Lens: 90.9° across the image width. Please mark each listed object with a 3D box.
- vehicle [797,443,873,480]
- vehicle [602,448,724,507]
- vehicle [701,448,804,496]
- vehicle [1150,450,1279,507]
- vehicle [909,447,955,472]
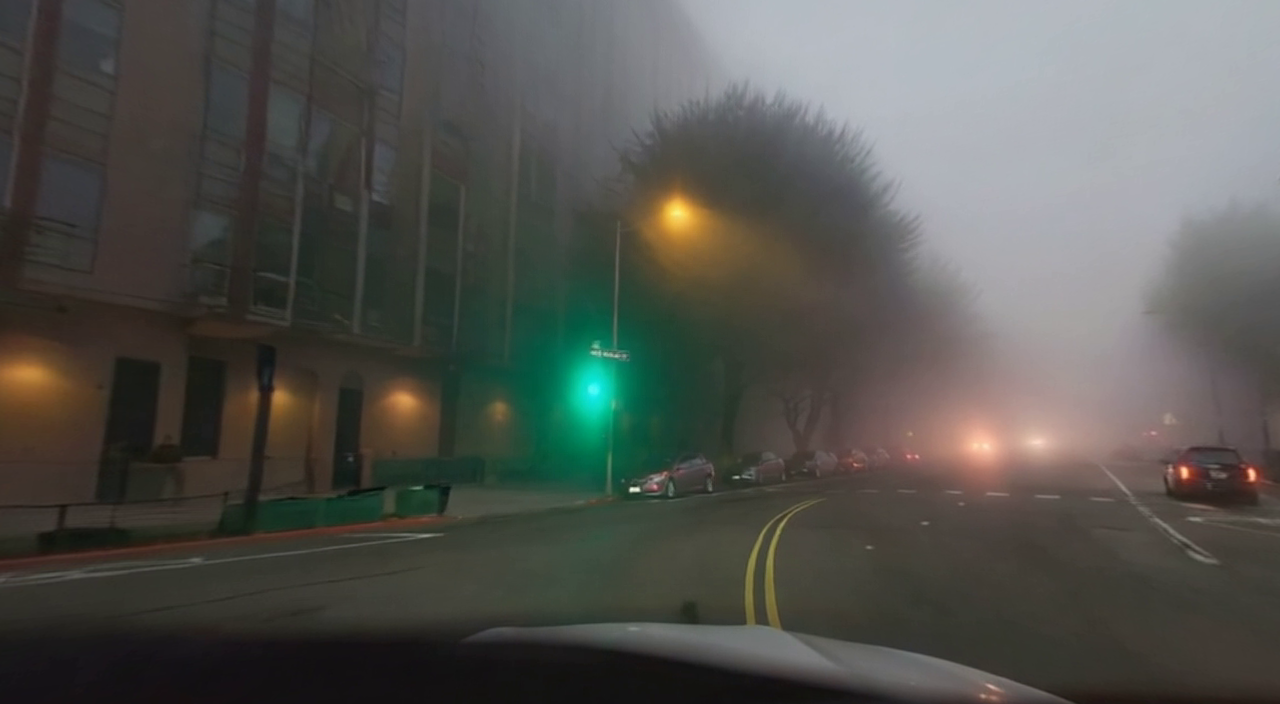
[{"bbox_3d":[10.637,5.850,34.058,2.171,1.816,5.274,-6,-10,36],"label":"vehicle"},{"bbox_3d":[0.868,3.931,20.264,1.922,1.628,4.291,-6,-10,34],"label":"vehicle"},{"bbox_3d":[4.555,4.638,24.900,2.179,1.658,4.765,-6,-10,34],"label":"vehicle"},{"bbox_3d":[17.856,3.856,19.807,2.148,1.488,4.508,-5,-9,31],"label":"vehicle"},{"bbox_3d":[18.315,6.680,39.431,1.852,1.465,4.092,-6,-10,33],"label":"vehicle"}]
